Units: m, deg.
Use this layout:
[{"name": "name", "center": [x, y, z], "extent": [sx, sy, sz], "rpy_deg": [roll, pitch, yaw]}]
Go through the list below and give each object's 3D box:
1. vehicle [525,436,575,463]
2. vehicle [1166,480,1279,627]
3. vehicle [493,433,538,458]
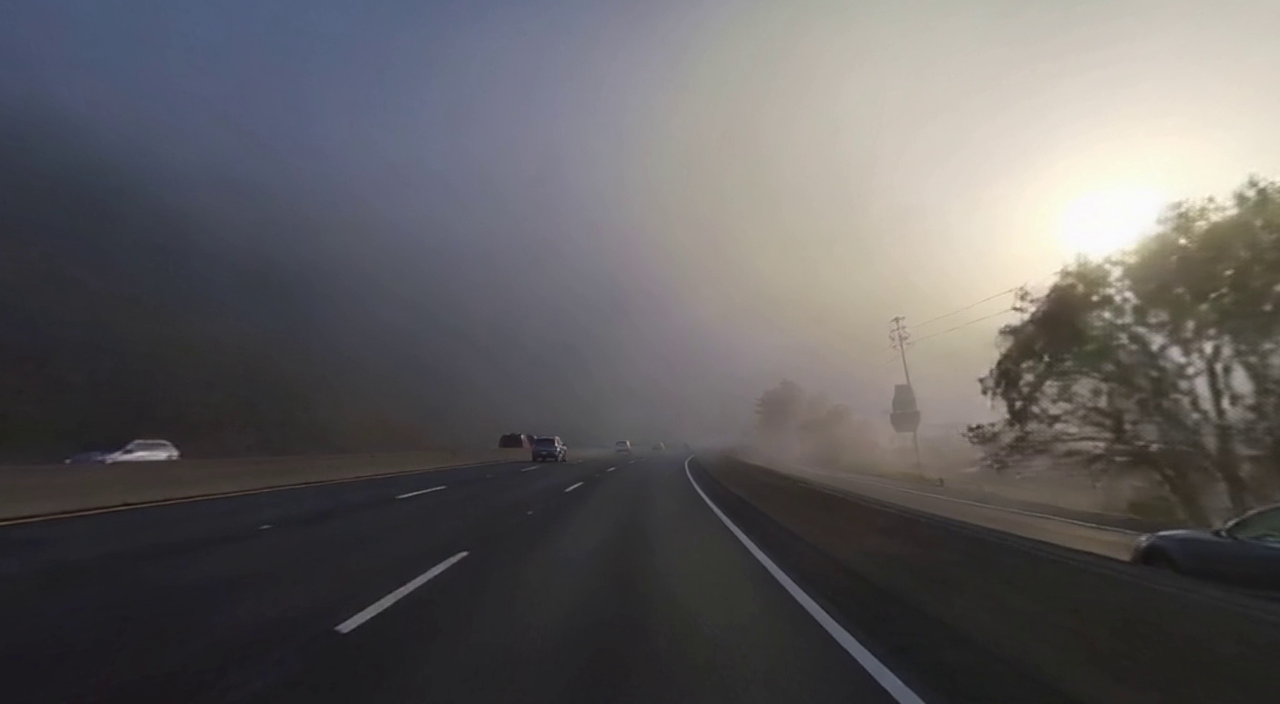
[{"name": "vehicle", "center": [-5.361, 5.883, 37.896], "extent": [2.010, 1.489, 4.456], "rpy_deg": [0, -9, 5]}, {"name": "vehicle", "center": [10.308, 2.787, 8.009], "extent": [2.325, 1.972, 5.577], "rpy_deg": [1, -9, 0]}, {"name": "vehicle", "center": [-9.097, 6.924, 46.300], "extent": [2.063, 1.743, 4.392], "rpy_deg": [0, -9, 5]}]
